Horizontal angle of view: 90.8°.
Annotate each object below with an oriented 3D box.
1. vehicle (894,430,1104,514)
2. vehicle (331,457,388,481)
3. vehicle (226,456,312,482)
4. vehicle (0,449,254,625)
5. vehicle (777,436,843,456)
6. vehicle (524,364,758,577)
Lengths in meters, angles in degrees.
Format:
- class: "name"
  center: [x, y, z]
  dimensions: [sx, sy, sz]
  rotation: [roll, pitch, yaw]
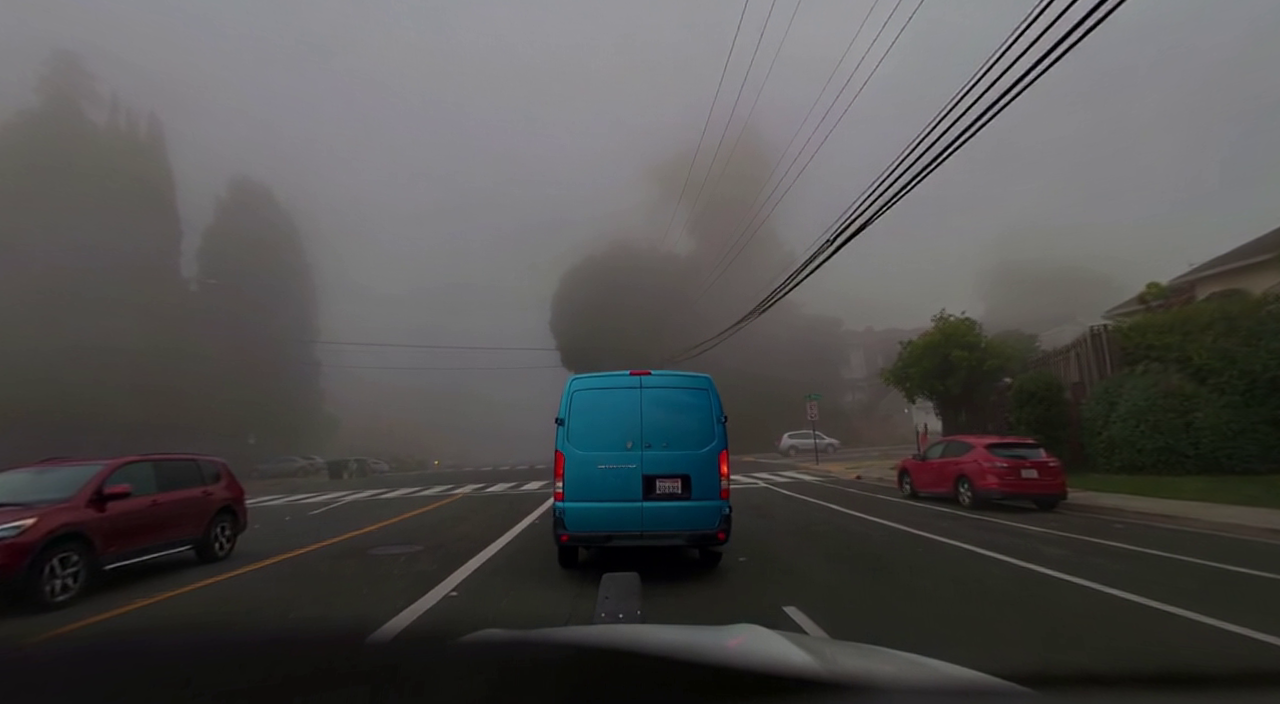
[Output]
- class: "vehicle"
  center: [7.354, 2.483, 13.561]
  dimensions: [1.883, 1.504, 4.220]
  rotation: [0, -9, -2]
- class: "vehicle"
  center: [-18.327, 7.652, 41.539]
  dimensions: [1.816, 1.445, 4.120]
  rotation: [0, -9, 0]
- class: "vehicle"
  center: [-27.245, 8.585, 46.463]
  dimensions: [4.972, 1.776, 2.057]
  rotation: [0, -9, -1]
- class: "vehicle"
  center: [-7.445, 2.162, 8.317]
  dimensions: [1.997, 1.724, 4.417]
  rotation: [0, -9, -2]
- class: "vehicle"
  center: [13.049, 7.260, 48.624]
  dimensions: [4.483, 1.463, 1.805]
  rotation: [0, -9, -1]
- class: "vehicle"
  center: [-0.027, 1.545, 8.868]
  dimensions: [2.342, 2.142, 4.809]
  rotation: [0, -9, -1]
